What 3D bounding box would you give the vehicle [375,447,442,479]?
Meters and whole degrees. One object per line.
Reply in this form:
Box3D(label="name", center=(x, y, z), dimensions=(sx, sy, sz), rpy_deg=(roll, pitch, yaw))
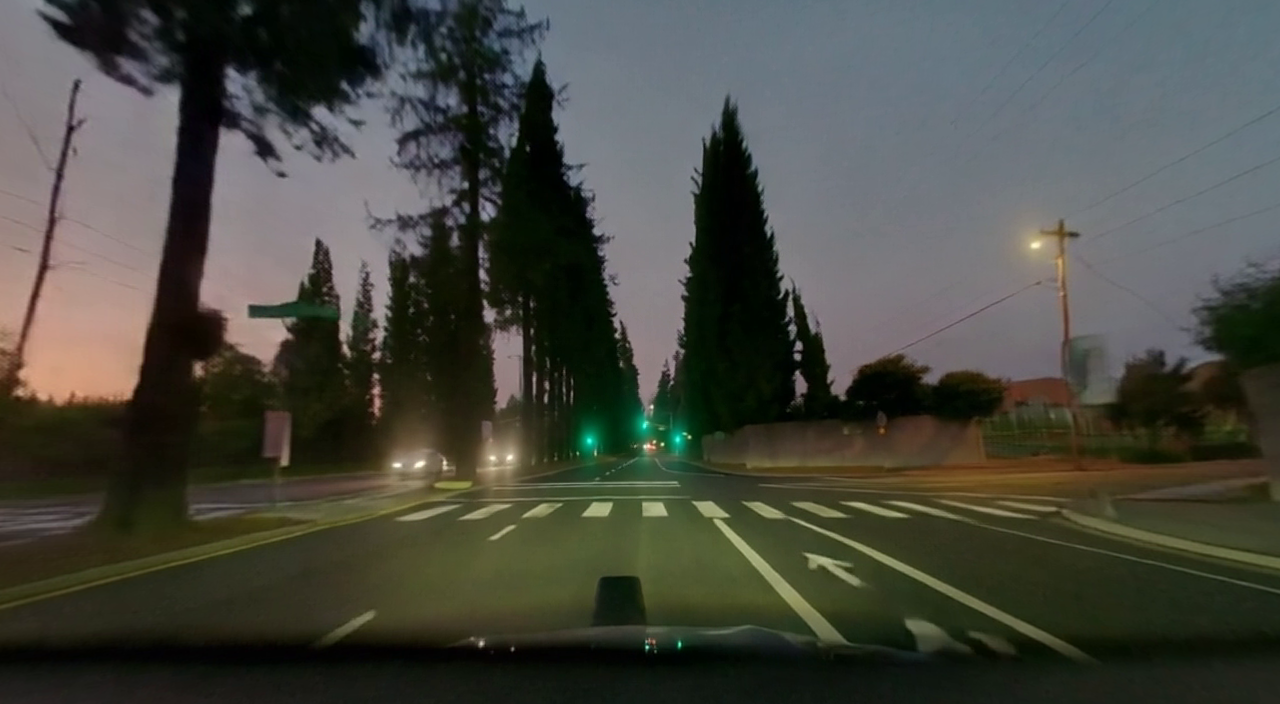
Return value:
Box3D(label="vehicle", center=(-13.435, 6.456, 36.903), dimensions=(2.035, 1.693, 4.625), rpy_deg=(0, -8, 1))
